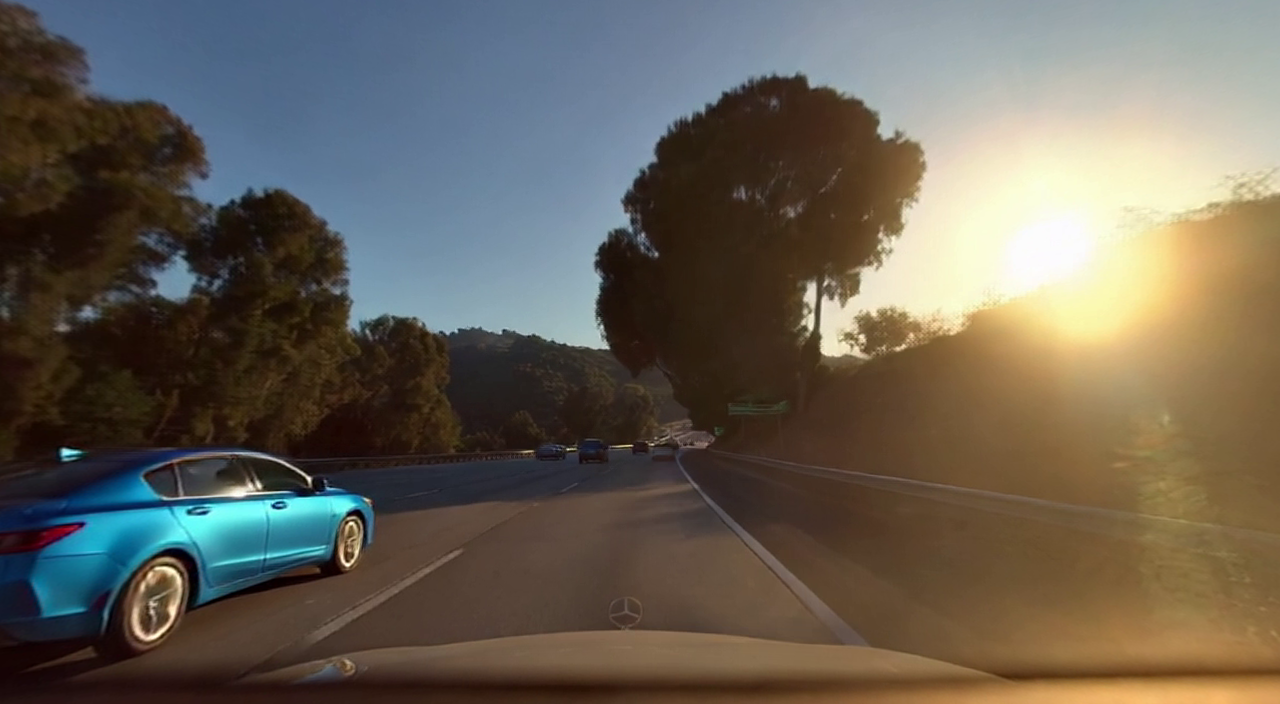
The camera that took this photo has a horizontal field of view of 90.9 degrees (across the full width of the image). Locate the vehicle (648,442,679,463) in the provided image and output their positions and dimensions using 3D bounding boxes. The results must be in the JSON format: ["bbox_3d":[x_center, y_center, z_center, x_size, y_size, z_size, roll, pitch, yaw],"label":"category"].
[{"bbox_3d":[1.773,7.325,46.245,2.113,1.464,4.073,0,-8,3],"label":"vehicle"}]

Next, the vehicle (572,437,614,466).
[{"bbox_3d":[-2.879,6.291,39.981,2.071,1.716,4.363,-1,-8,3],"label":"vehicle"}]
